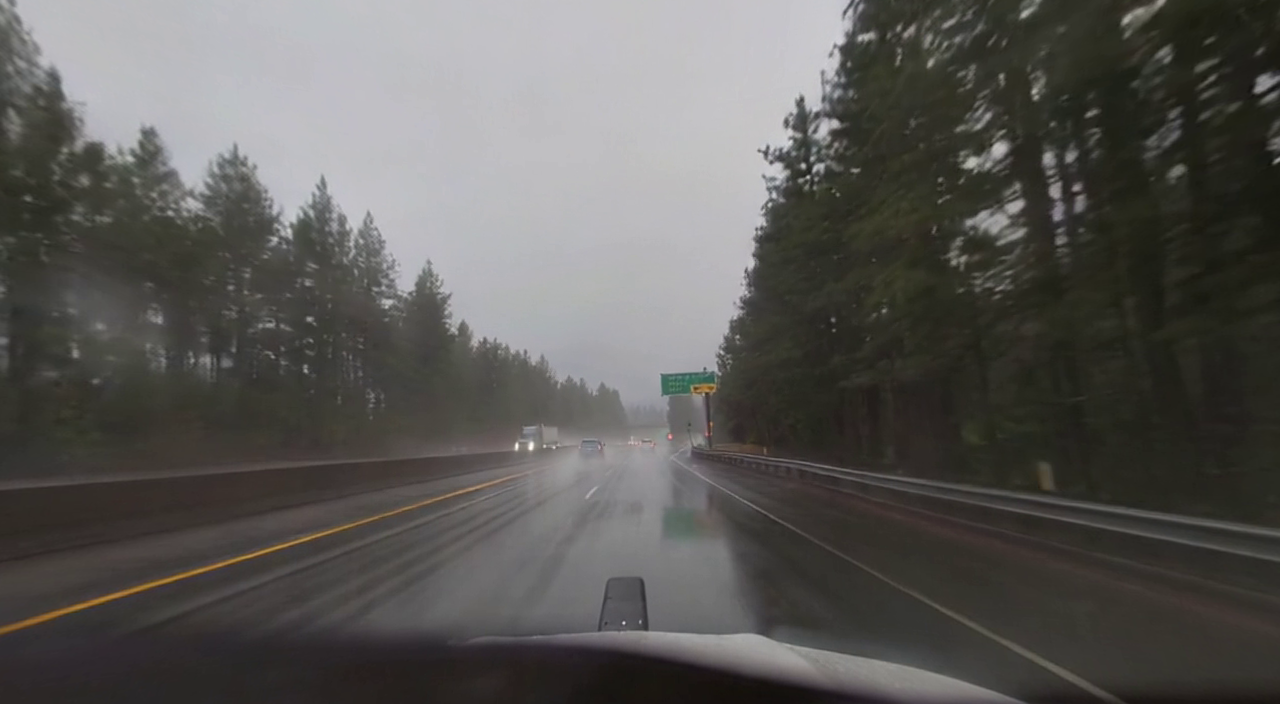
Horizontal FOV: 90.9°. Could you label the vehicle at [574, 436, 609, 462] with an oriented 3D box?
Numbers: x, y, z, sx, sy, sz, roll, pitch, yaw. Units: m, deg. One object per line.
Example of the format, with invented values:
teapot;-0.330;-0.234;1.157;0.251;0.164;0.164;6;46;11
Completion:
vehicle;-3.349;6.819;44.509;2.129;1.742;4.217;0;-8;1
